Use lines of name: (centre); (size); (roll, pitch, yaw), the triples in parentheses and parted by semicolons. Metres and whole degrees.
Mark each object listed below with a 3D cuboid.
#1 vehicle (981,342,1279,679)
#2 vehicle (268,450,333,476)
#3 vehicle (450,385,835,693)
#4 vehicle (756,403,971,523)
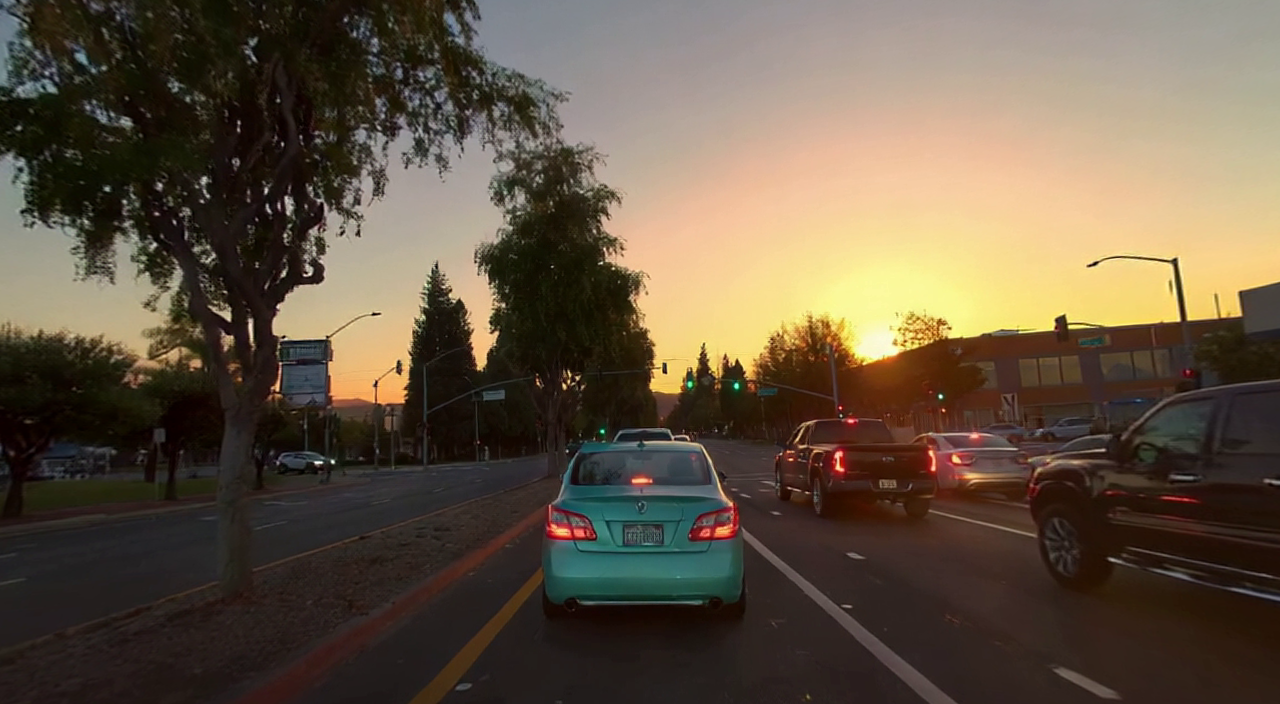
vehicle: (4.480, 0.944, 4.040); (2.019, 1.803, 4.634); (-1, -8, 1)
vehicle: (-24.042, 7.840, 44.871); (1.798, 1.706, 4.385); (-1, -8, 6)
vehicle: (-0.013, 1.318, 5.539); (2.116, 1.677, 3.948); (0, -8, -1)
vehicle: (4.179, 2.222, 13.194); (2.319, 1.930, 5.651); (0, -8, -1)
